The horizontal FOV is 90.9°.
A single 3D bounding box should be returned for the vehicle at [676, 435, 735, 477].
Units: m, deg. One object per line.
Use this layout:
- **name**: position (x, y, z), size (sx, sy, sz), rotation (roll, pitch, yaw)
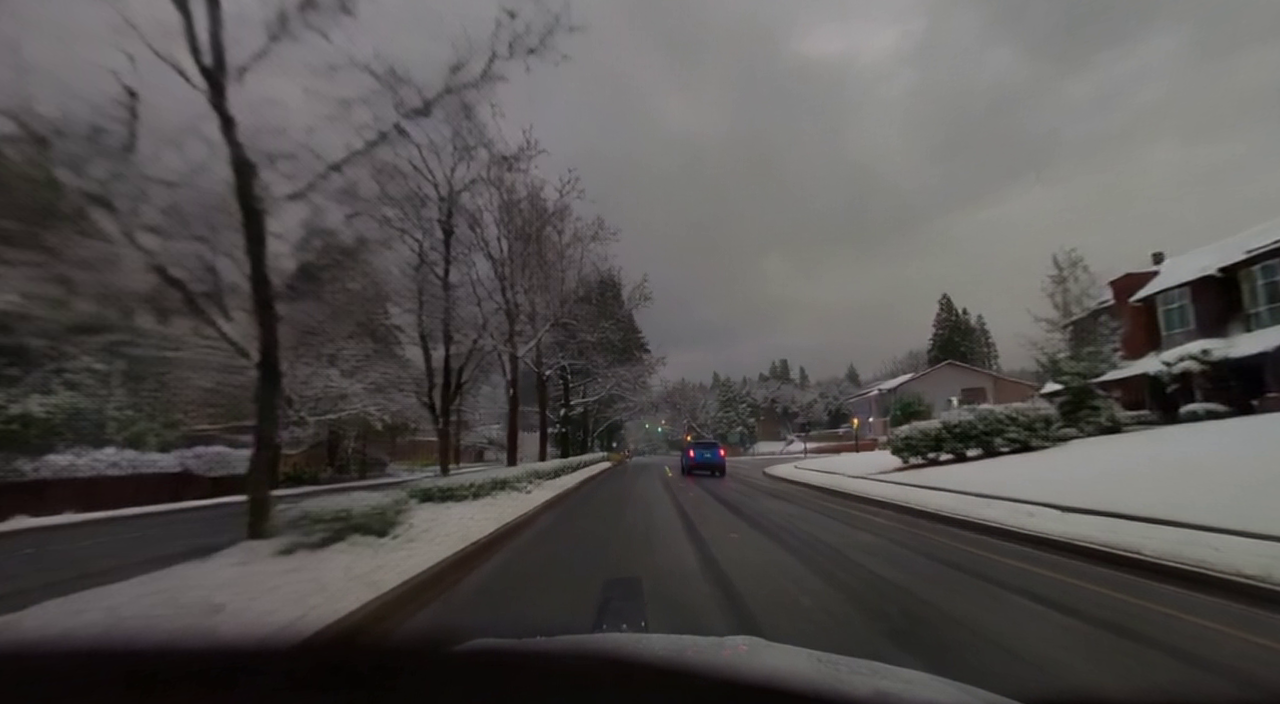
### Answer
- **vehicle**: position (2.898, 4.738, 28.908), size (2.180, 1.773, 4.639), rotation (0, -9, -1)
